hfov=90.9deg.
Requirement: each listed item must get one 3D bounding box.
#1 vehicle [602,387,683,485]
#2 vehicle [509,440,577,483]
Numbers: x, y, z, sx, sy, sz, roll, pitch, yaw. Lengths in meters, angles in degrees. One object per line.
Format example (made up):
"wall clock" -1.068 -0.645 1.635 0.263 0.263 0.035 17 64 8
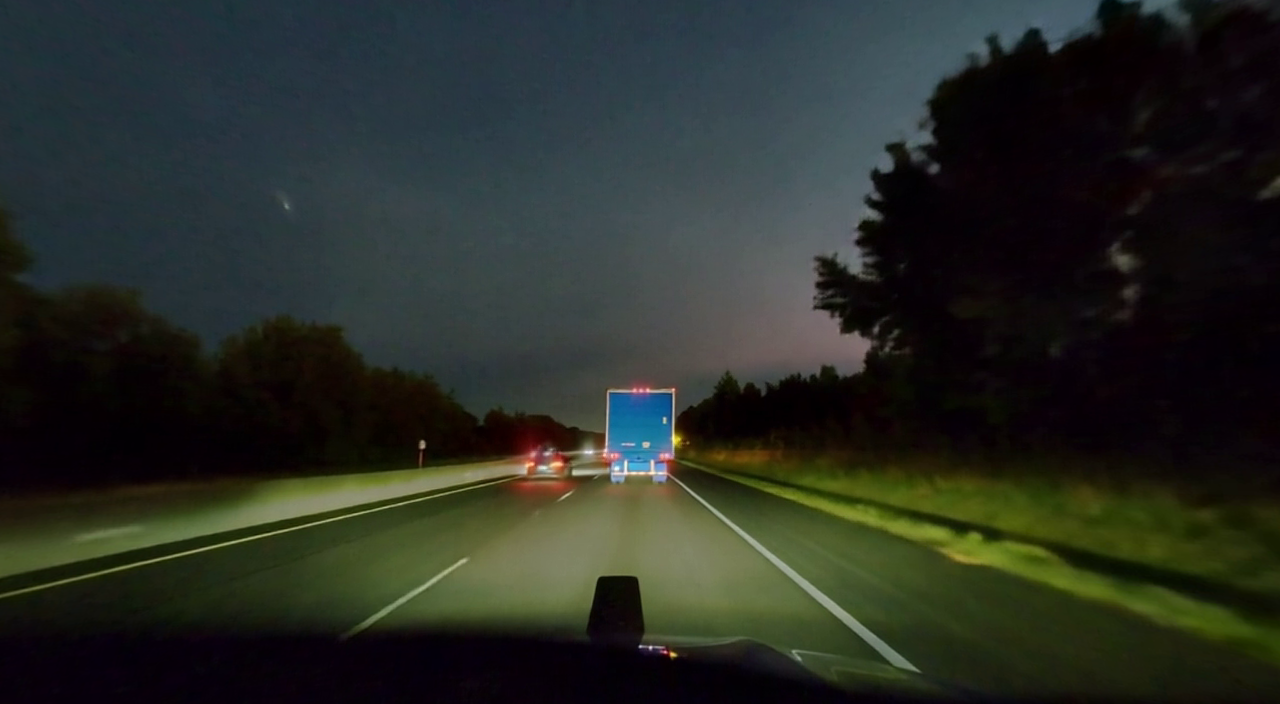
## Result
"vehicle" -0.010 3.696 27.183 2.913 3.530 8.648 0 -9 -1
"vehicle" -3.965 4.571 26.562 2.160 1.661 4.388 0 -9 0
